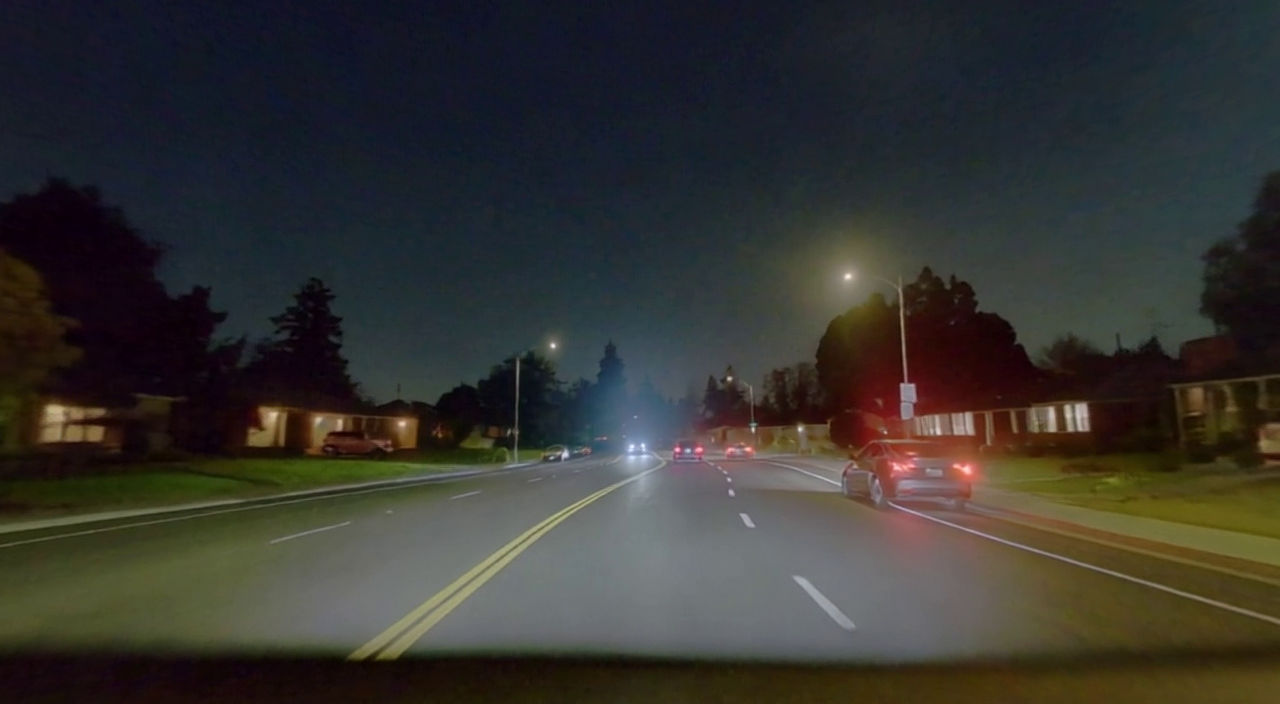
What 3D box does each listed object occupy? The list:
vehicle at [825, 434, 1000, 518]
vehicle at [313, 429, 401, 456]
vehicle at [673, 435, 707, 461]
[{"bbox_3d":[5.608,2.584,13.686,1.934,1.506,4.282,0,-8,1],"label":"vehicle"},{"bbox_3d":[-16.849,5.417,37.632,4.377,1.570,1.871,-1,-8,4],"label":"vehicle"},{"bbox_3d":[3.380,6.588,43.135,2.106,1.667,4.367,0,-8,2],"label":"vehicle"}]
